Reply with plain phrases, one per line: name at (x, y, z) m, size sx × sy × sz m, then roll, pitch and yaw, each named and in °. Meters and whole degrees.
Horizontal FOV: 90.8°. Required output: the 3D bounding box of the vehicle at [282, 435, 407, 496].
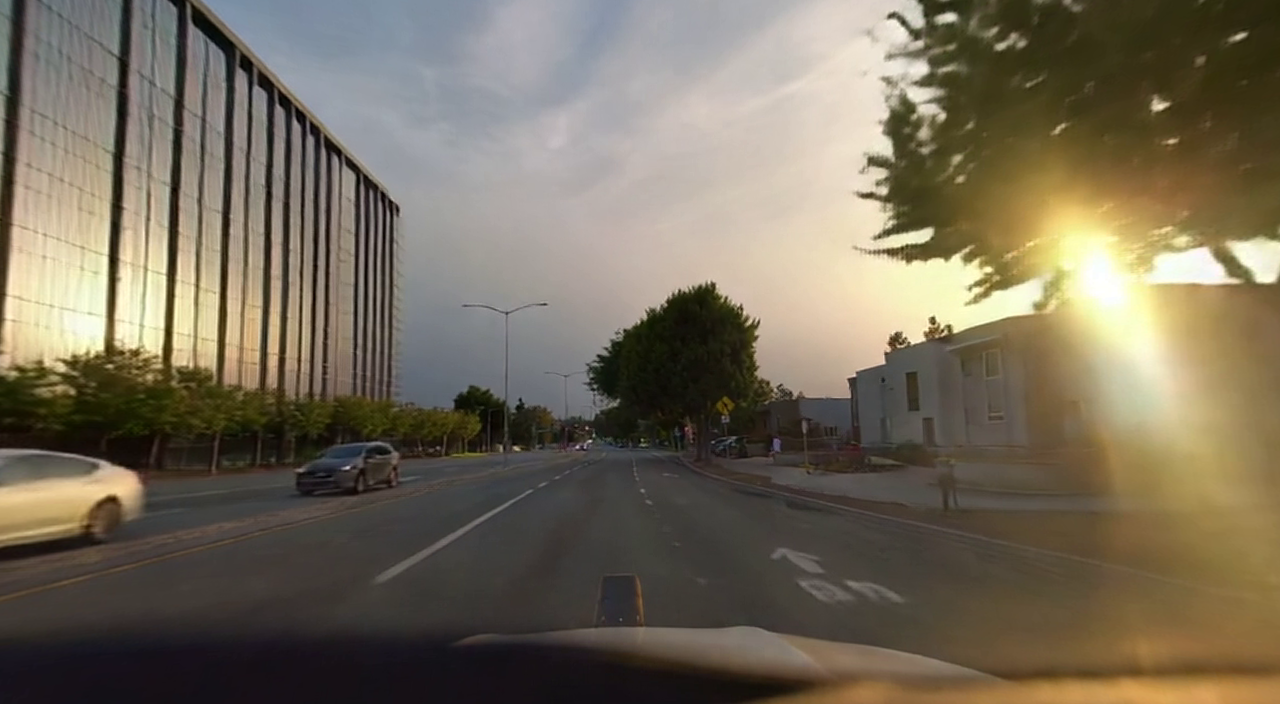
vehicle at (-9.558, 3.685, 20.915) m, size 1.988 × 1.755 × 4.568 m, roll 1°, pitch -8°, yaw -2°

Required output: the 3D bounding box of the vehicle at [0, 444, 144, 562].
vehicle at (-9.179, 1.931, 8.072) m, size 1.983 × 1.486 × 4.707 m, roll 1°, pitch -8°, yaw -2°
